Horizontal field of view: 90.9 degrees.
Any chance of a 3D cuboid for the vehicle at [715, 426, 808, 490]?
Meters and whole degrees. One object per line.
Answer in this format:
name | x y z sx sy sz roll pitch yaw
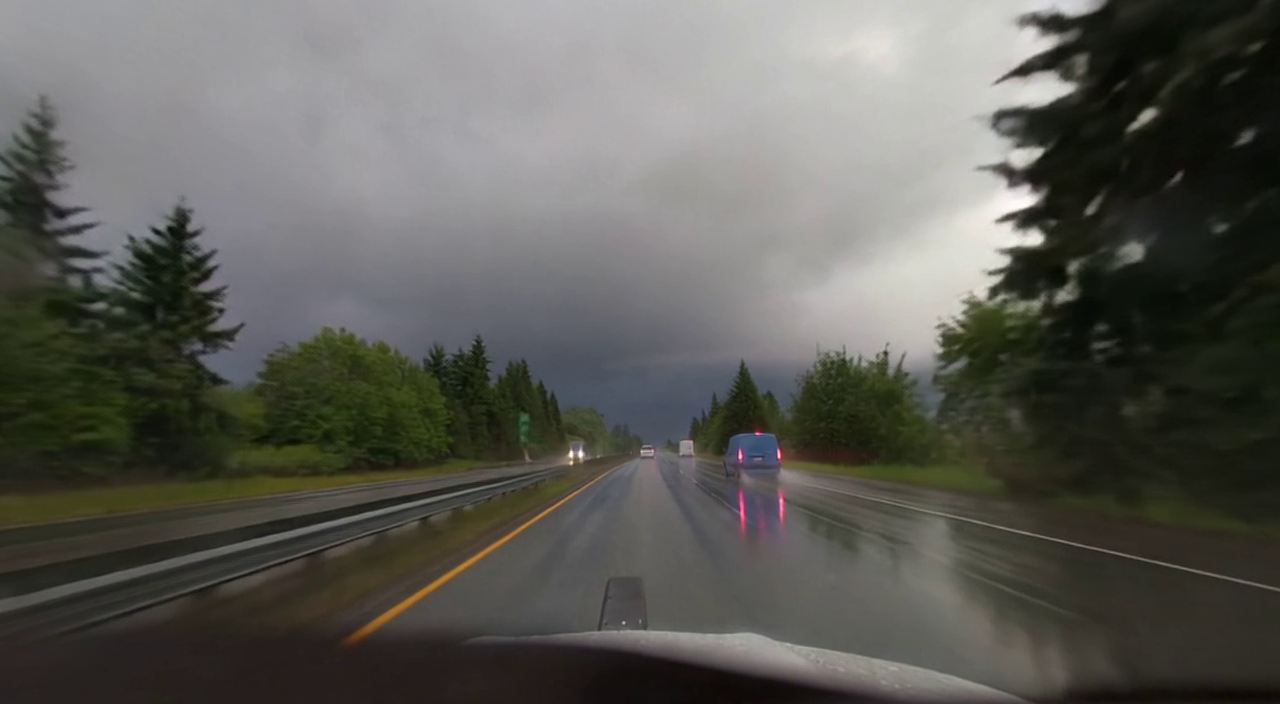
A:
vehicle | 4.285 3.862 23.138 2.371 2.045 4.768 0 -9 -1
